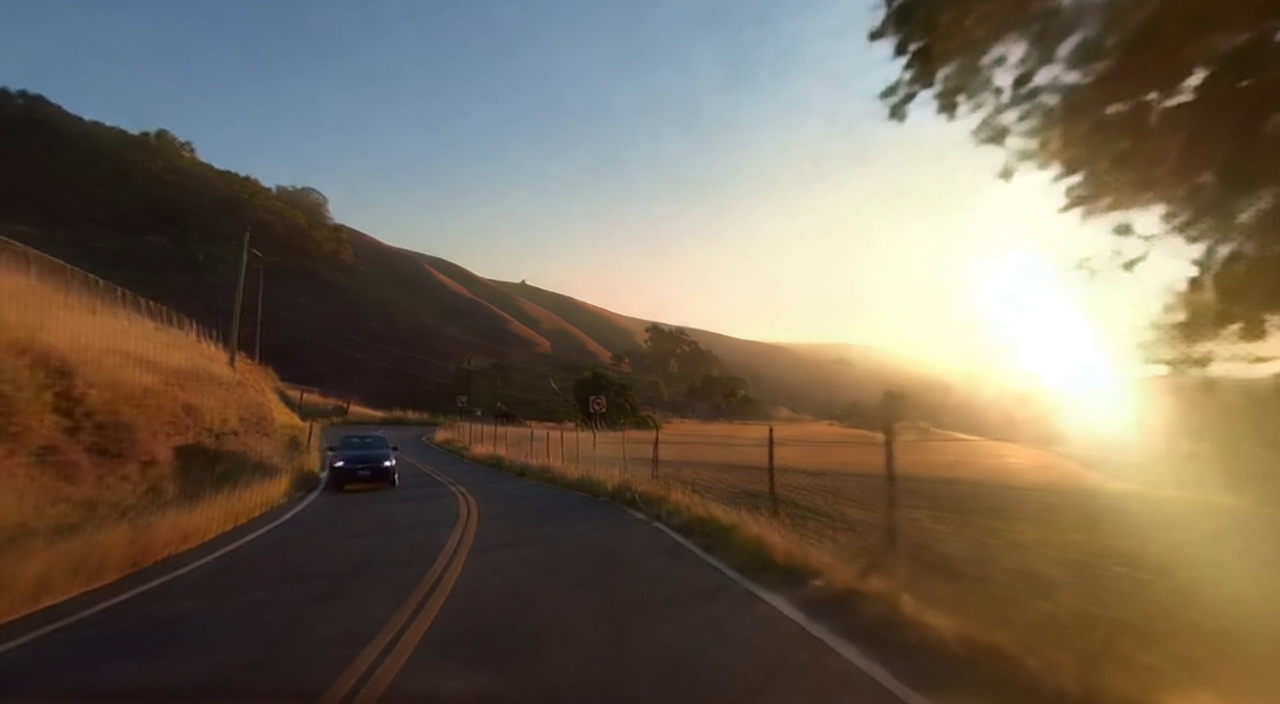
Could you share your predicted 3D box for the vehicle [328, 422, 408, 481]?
[{"bbox_3d":[-8.559,3.067,19.932,2.075,1.562,4.241,1,-7,-22],"label":"vehicle"}]
